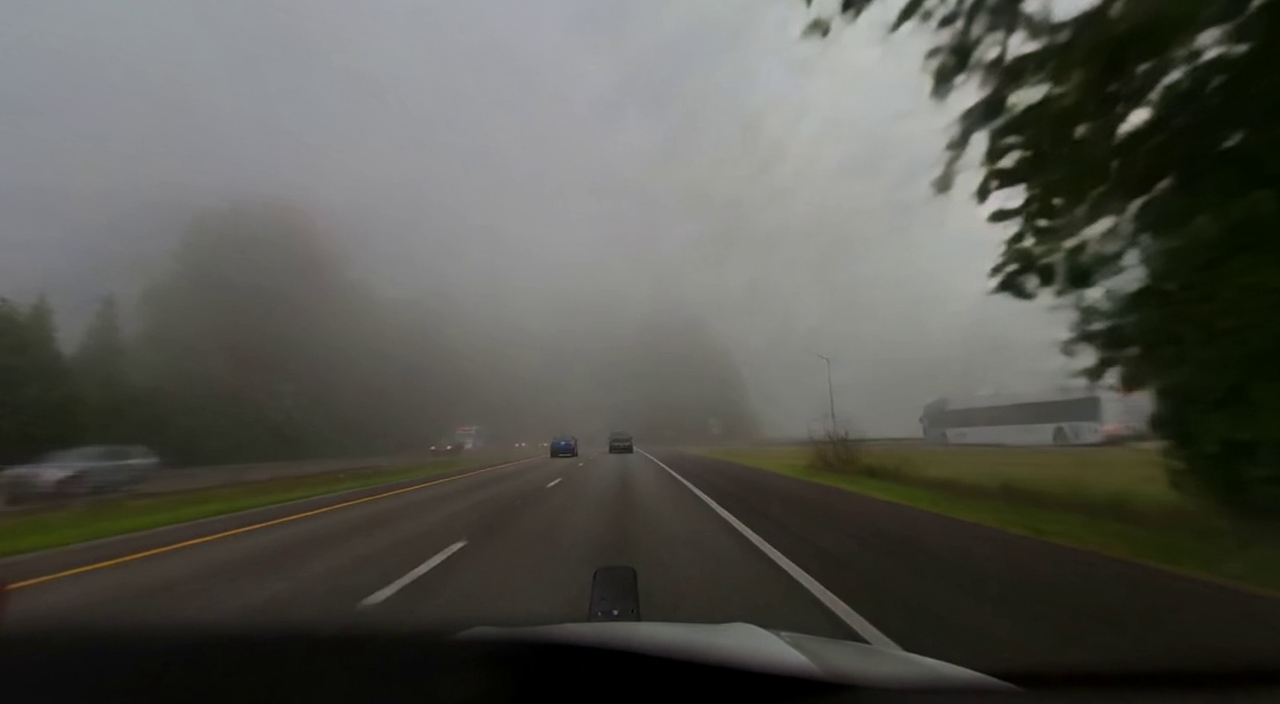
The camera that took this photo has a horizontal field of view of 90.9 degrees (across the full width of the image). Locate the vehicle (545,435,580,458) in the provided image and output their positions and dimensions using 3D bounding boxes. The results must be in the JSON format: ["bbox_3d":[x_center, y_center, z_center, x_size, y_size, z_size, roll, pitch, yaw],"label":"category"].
[{"bbox_3d":[-5.065,6.208,41.668,1.907,1.445,4.049,0,-8,-2],"label":"vehicle"}]

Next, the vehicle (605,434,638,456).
[{"bbox_3d":[-1.242,6.461,43.849,2.162,1.460,4.242,0,-8,-1],"label":"vehicle"}]
